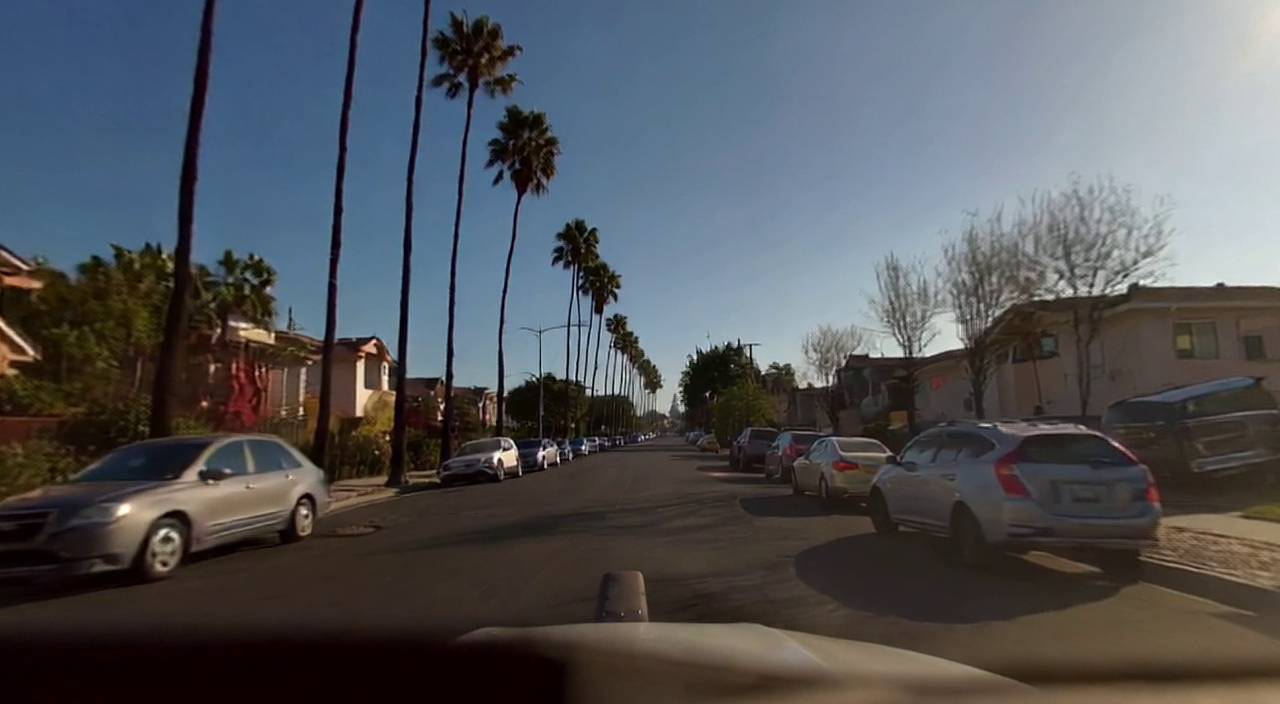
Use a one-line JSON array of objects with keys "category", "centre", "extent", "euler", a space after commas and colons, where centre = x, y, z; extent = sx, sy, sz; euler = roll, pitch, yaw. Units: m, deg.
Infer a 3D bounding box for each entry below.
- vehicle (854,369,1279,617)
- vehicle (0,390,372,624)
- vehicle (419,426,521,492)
[{"category": "vehicle", "centre": [4.242, 1.452, 7.405], "extent": [1.964, 1.889, 4.708], "euler": [2, -8, 2]}, {"category": "vehicle", "centre": [-5.476, 1.603, 7.620], "extent": [2.020, 1.819, 5.168], "euler": [-1, -9, 2]}, {"category": "vehicle", "centre": [-5.174, 3.328, 19.902], "extent": [1.947, 1.803, 4.381], "euler": [-1, -8, 0]}]
